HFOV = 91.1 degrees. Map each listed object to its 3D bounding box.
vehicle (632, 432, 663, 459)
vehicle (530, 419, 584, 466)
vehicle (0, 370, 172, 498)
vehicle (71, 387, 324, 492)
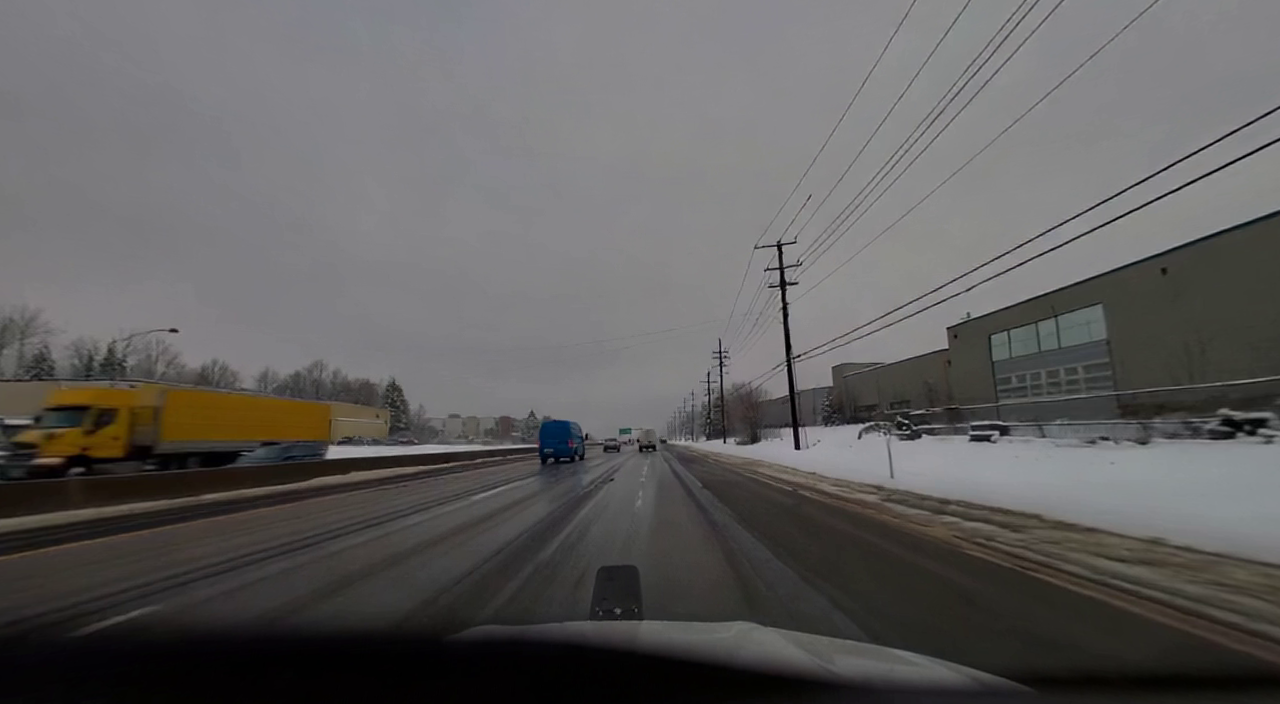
[{"bbox_3d":[0.534,7.131,48.125,2.213,1.997,4.456,0,-8,-1],"label":"vehicle"},{"bbox_3d":[-5.090,5.664,39.644,2.437,2.677,6.858,0,-8,0],"label":"vehicle"},{"bbox_3d":[-18.605,2.694,20.768,3.154,3.819,3.765,0,-7,0],"label":"vehicle"},{"bbox_3d":[-18.440,3.832,27.869,2.816,3.644,11.322,0,-8,1],"label":"vehicle"}]
